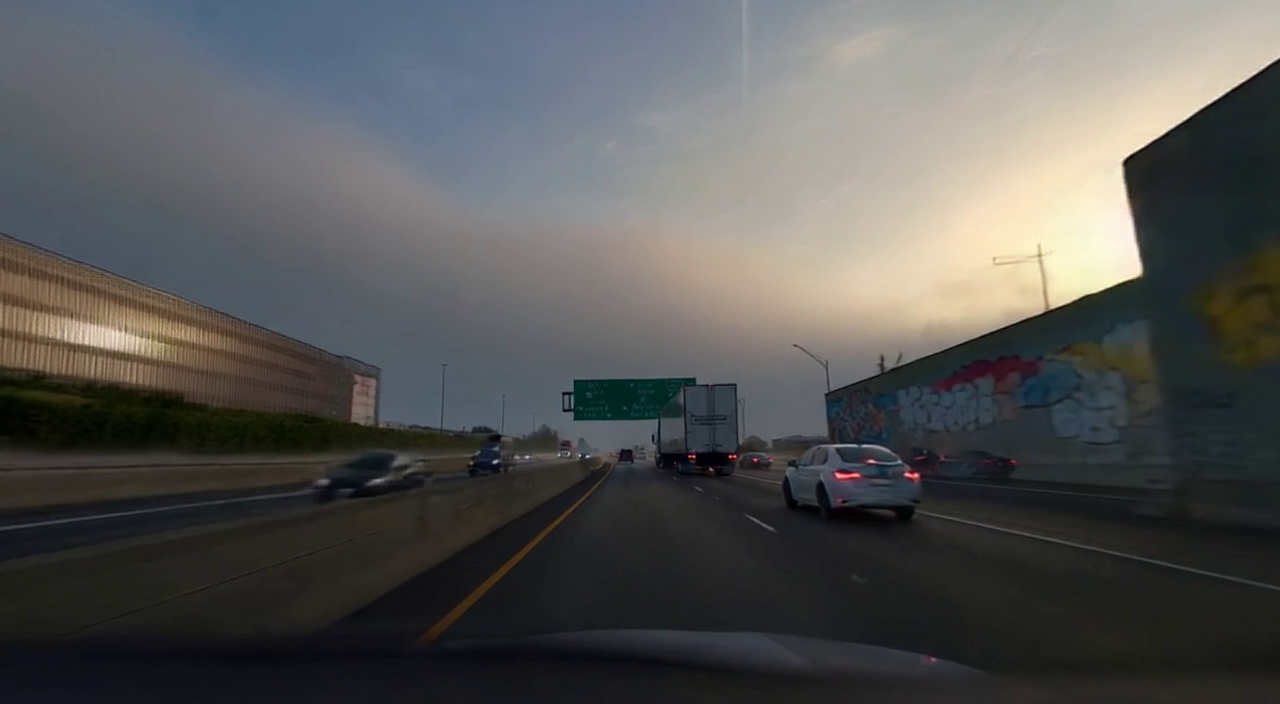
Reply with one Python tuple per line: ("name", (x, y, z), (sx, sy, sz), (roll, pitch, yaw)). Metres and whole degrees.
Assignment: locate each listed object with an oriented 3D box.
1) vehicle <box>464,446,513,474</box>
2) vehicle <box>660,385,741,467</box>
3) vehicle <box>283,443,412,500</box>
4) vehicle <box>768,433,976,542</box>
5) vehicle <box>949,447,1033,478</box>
("vehicle", (-8.882, 6.381, 37.105), (1.892, 1.508, 3.980), (0, -9, 0))
("vehicle", (3.503, 5.309, 42.117), (3.317, 4.314, 17.803), (0, -9, -1))
("vehicle", (-8.677, 3.561, 19.091), (1.874, 1.494, 4.394), (0, -9, -1))
("vehicle", (3.928, 2.380, 11.639), (2.085, 1.588, 4.436), (0, -9, -1))
("vehicle", (18.530, 5.861, 33.373), (1.811, 1.499, 4.472), (0, -9, -1))
